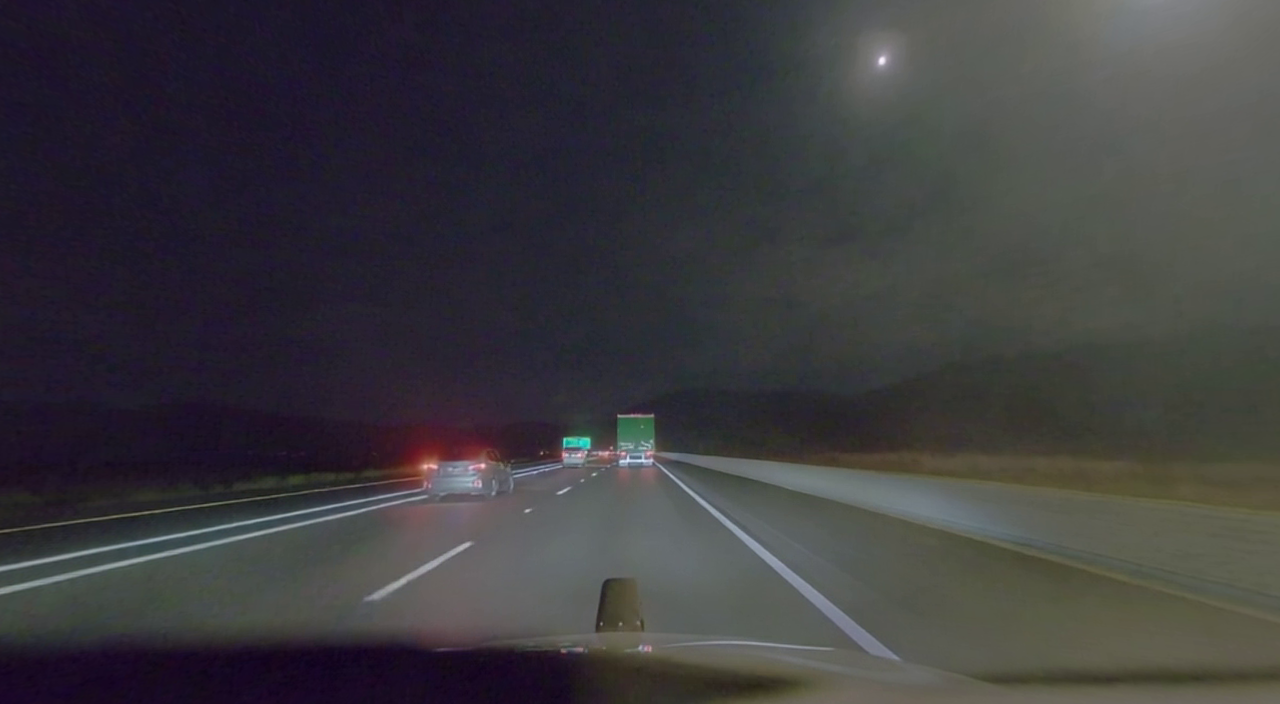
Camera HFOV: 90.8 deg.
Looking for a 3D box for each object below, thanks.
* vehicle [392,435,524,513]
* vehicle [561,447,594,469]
[{"bbox_3d":[-4.259,2.918,15.555,1.991,1.618,4.211,0,-9,0],"label":"vehicle"},{"bbox_3d":[-4.501,7.722,46.074,1.978,1.507,4.062,0,-9,0],"label":"vehicle"}]
